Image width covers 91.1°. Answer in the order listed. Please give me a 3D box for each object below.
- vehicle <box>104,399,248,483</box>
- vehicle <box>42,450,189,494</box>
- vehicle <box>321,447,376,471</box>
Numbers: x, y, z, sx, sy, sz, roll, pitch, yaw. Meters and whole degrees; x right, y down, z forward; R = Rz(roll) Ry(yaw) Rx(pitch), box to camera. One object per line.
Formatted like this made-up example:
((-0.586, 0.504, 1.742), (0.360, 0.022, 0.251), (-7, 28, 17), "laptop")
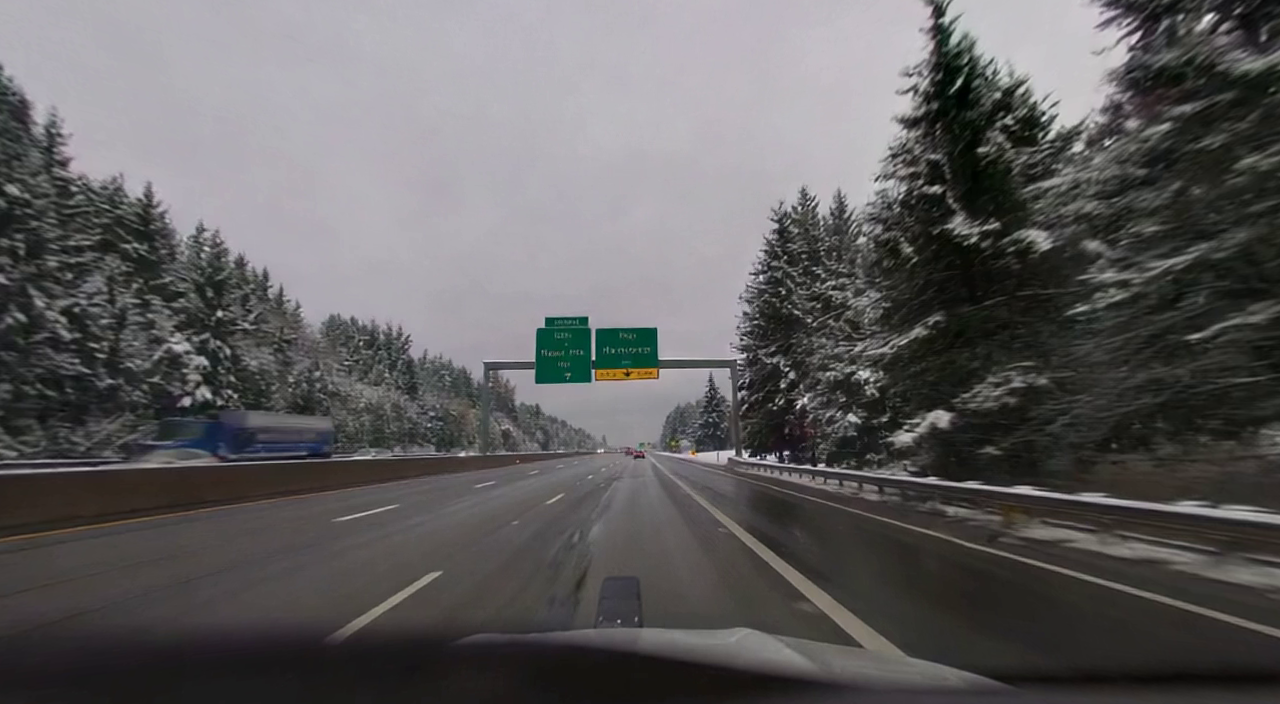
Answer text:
((-24.286, 4.766, 33.383), (2.911, 4.004, 5.906), (-1, -9, 0), "vehicle")
((-20.208, 4.604, 24.540), (1.815, 1.487, 4.560), (0, -9, 0), "vehicle")
((-20.291, 7.457, 43.987), (1.872, 1.573, 4.165), (0, -9, 0), "vehicle")
